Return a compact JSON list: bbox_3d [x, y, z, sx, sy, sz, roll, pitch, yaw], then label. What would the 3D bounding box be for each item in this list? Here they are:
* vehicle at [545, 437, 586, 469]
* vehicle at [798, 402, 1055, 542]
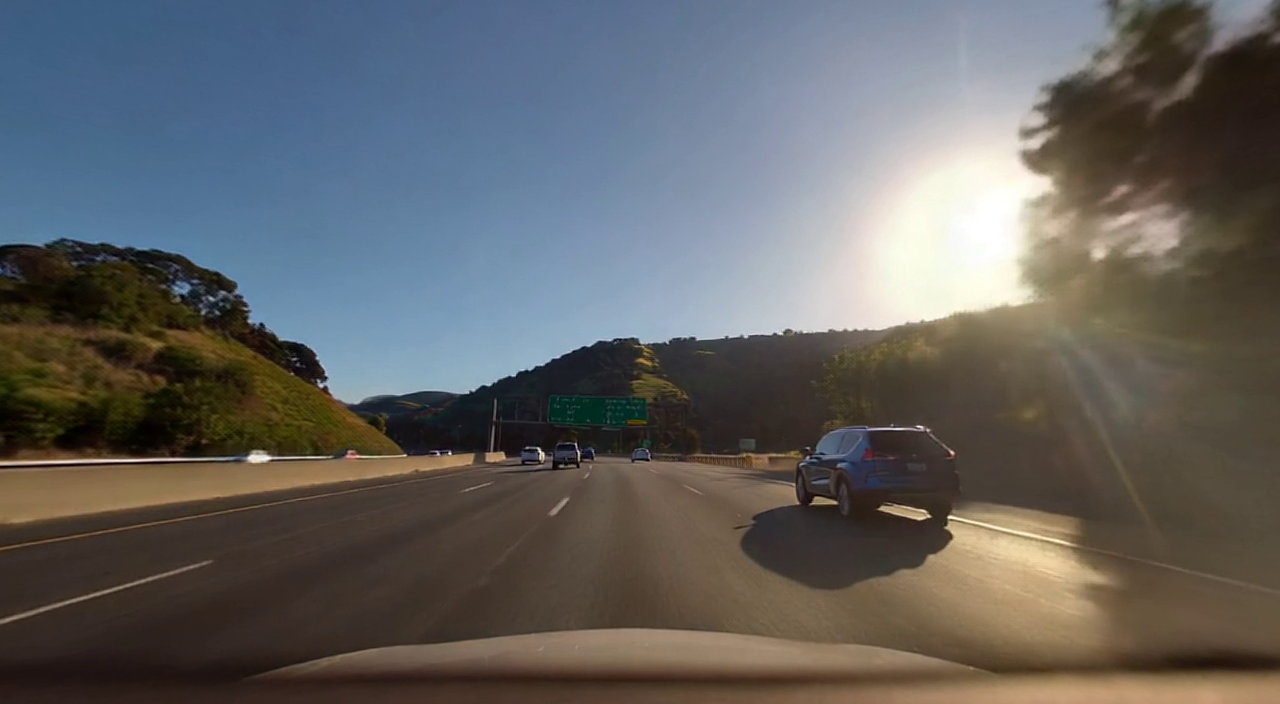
[{"bbox_3d":[-5.348,7.323,45.881,2.537,2.121,5.251,0,-9,-2],"label":"vehicle"},{"bbox_3d":[4.554,2.017,11.158,2.103,1.903,4.837,0,-9,-2],"label":"vehicle"}]
